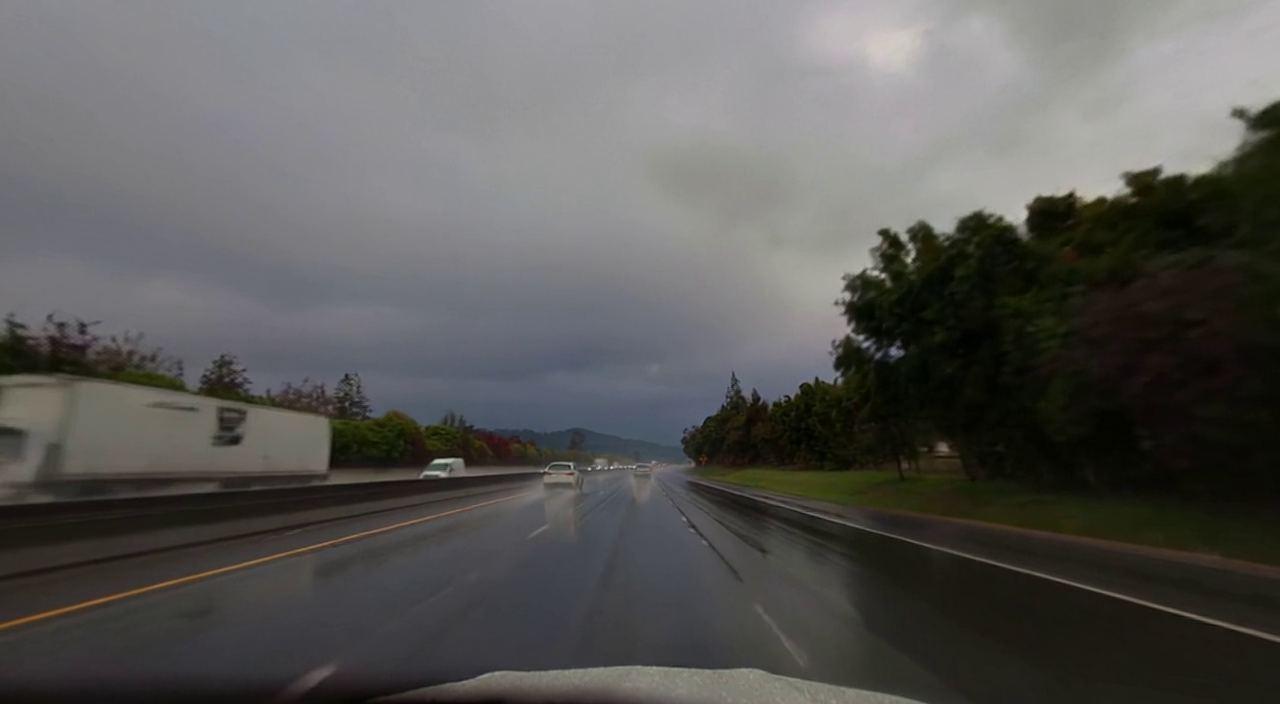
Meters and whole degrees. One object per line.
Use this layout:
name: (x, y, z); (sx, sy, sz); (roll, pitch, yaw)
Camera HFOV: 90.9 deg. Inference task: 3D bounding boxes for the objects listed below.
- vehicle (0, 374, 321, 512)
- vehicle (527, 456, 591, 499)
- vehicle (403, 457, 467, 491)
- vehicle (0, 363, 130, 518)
vehicle: (-17.434, 3.745, 24.446); (2.766, 3.819, 13.714); (0, -10, 1)
vehicle: (-3.662, 5.835, 29.498); (2.233, 1.791, 4.981); (1, -11, 1)
vehicle: (-12.646, 7.593, 39.264); (2.301, 1.905, 4.663); (1, -11, 1)
vehicle: (-17.494, 2.524, 17.975); (3.185, 4.070, 2.550); (1, -11, 0)
